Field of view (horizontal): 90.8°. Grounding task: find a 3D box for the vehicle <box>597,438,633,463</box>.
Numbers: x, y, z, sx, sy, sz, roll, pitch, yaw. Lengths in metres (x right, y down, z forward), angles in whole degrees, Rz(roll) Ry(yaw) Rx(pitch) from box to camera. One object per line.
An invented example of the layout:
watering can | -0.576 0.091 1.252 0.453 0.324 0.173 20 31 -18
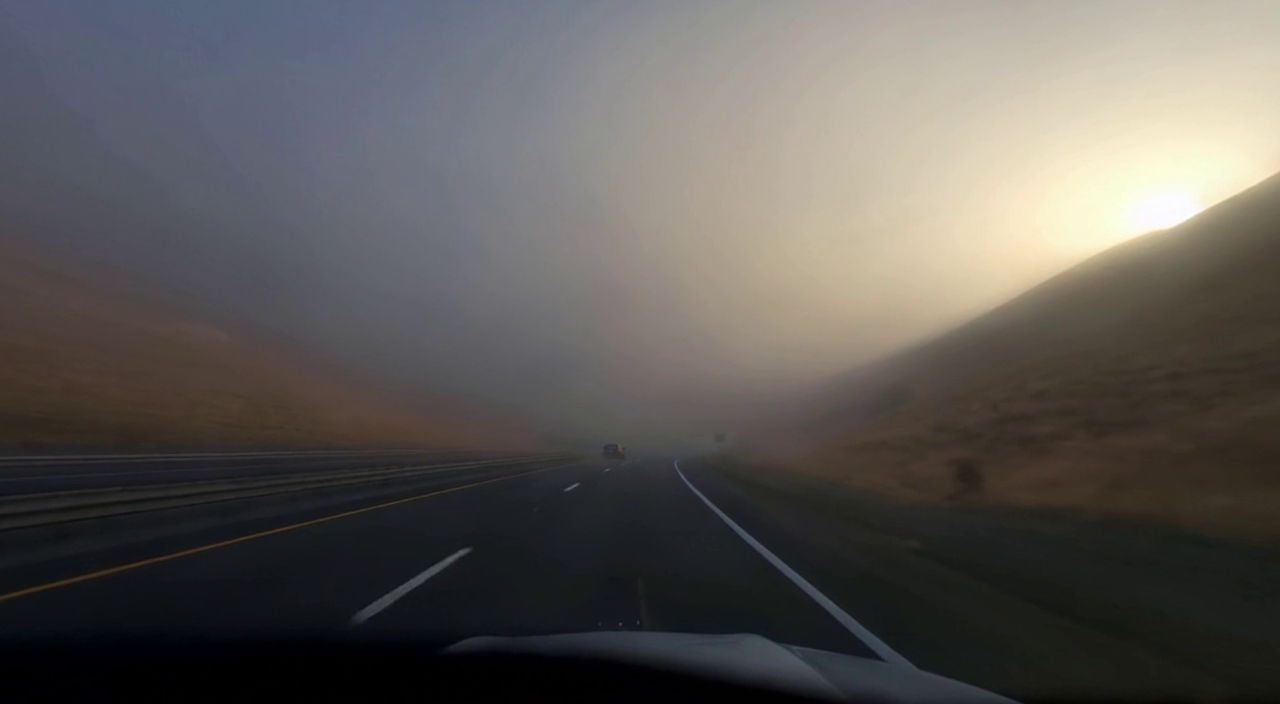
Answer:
vehicle | -1.884 7.564 48.681 2.252 1.743 4.560 -1 -8 4
